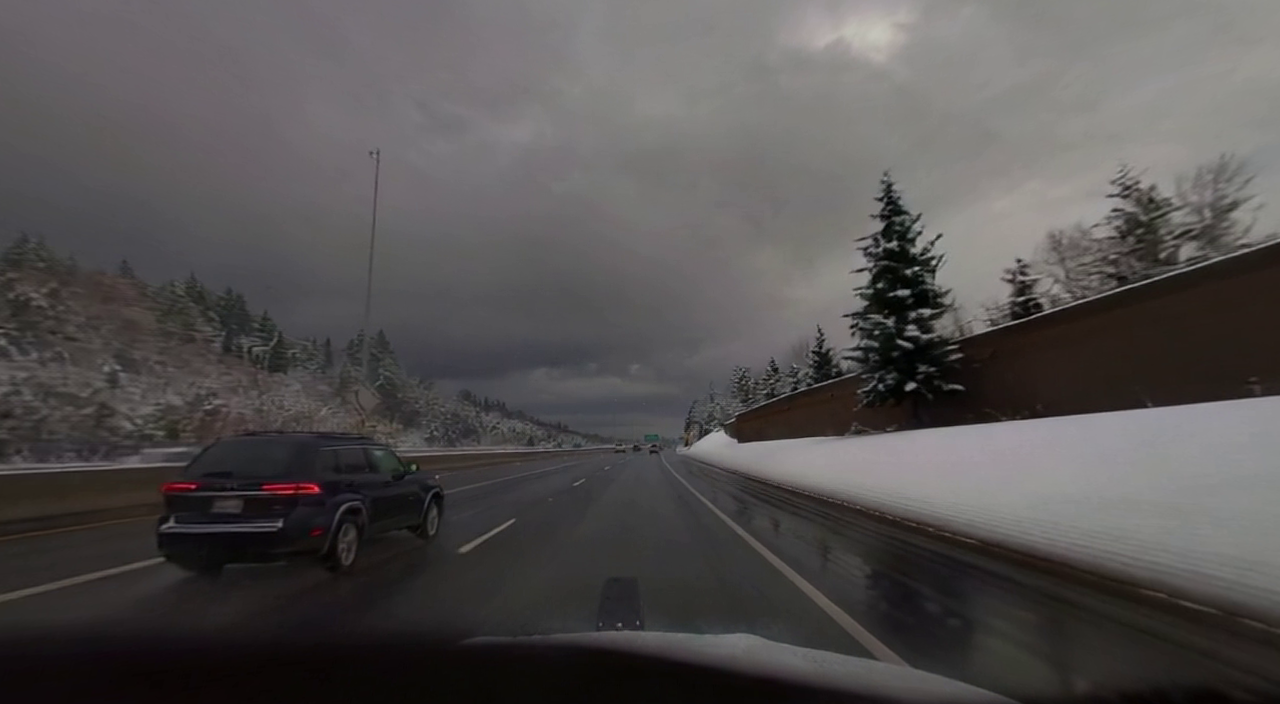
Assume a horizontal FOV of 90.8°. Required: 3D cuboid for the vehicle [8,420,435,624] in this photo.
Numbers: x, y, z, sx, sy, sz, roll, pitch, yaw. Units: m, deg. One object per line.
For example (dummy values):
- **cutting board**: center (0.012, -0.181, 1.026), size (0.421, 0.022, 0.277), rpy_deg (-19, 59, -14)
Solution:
- **vehicle**: center (-3.699, 1.535, 6.478), size (1.991, 1.507, 3.391), rpy_deg (0, -9, 1)
